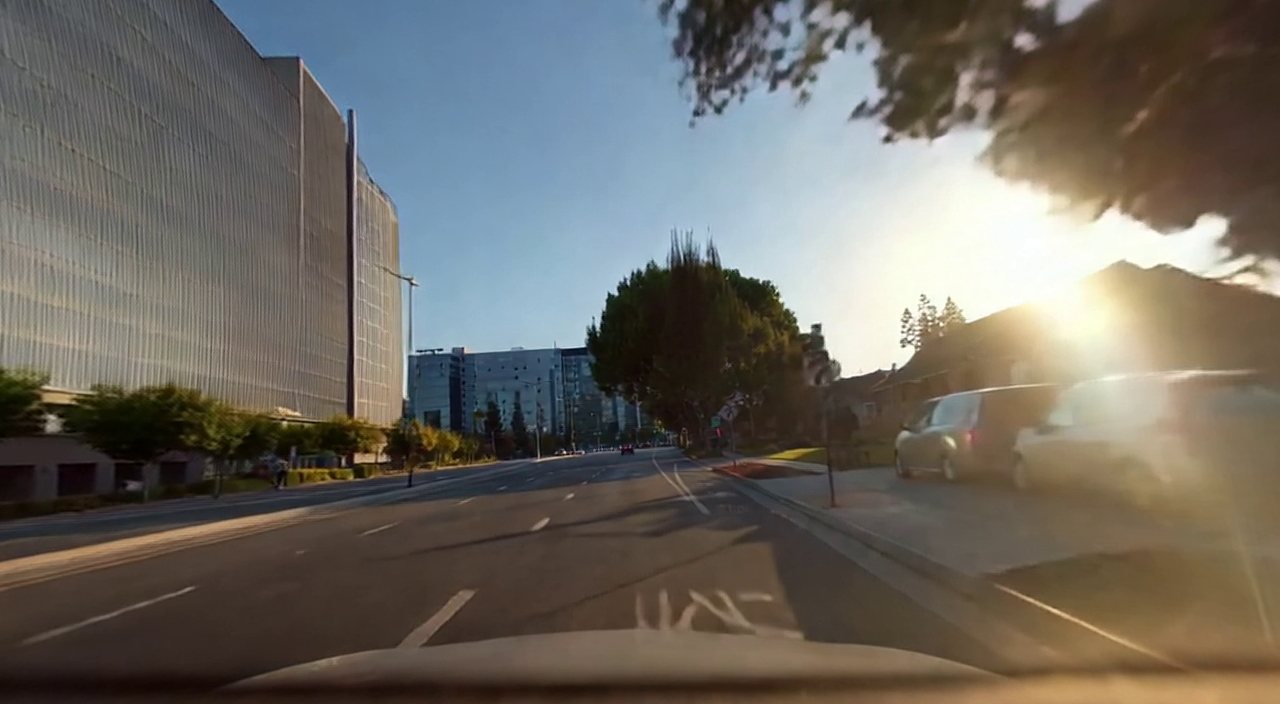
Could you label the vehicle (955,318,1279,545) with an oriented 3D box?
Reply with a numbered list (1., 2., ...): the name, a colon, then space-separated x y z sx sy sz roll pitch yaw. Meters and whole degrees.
1. vehicle: 6.496 0.965 7.940 2.160 1.944 5.086 -6 -9 -2
